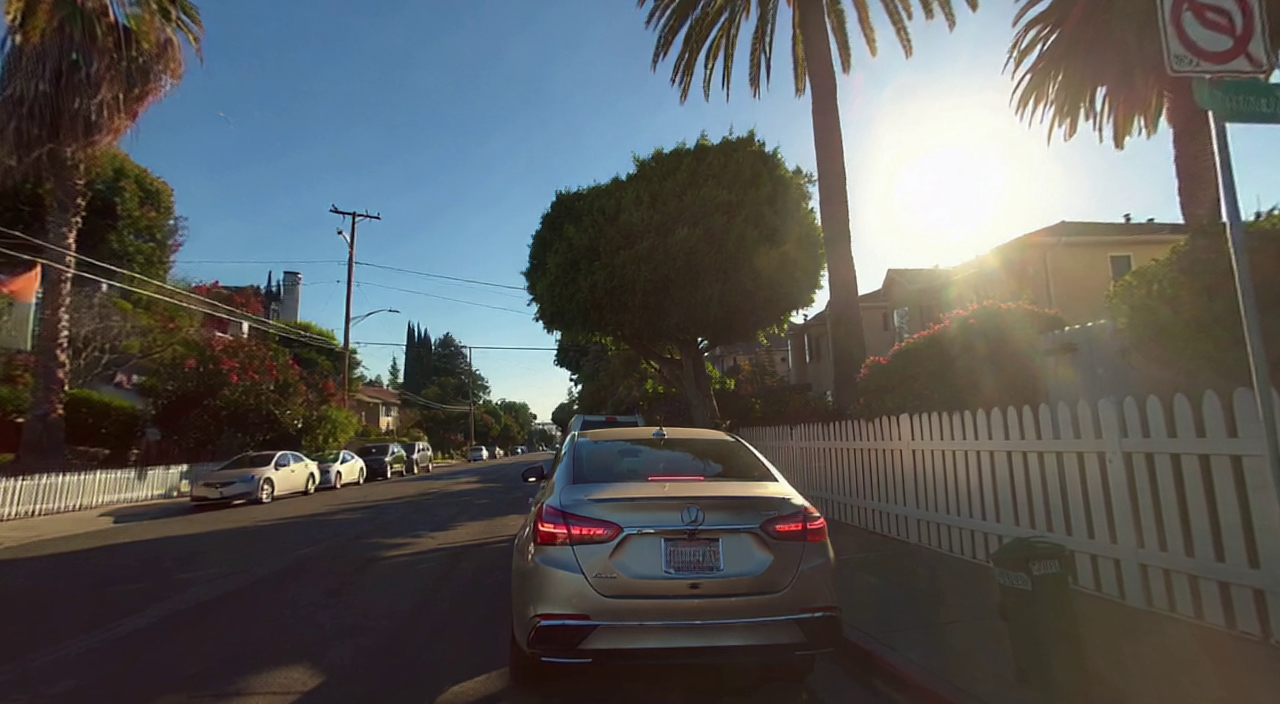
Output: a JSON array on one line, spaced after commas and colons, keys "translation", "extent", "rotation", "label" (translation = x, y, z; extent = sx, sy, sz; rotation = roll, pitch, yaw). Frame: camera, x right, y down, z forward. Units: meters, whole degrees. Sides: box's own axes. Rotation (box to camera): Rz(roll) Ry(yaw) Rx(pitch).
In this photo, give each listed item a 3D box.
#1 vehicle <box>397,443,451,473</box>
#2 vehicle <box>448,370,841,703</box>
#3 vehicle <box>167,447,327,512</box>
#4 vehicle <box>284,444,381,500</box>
[{"translation": [-13.176, 6.460, 38.687], "extent": [2.060, 1.689, 4.999], "rotation": [1, -8, -7], "label": "vehicle"}, {"translation": [-0.138, 1.216, 4.994], "extent": [1.894, 1.695, 3.795], "rotation": [1, -8, -6], "label": "vehicle"}, {"translation": [-11.402, 3.664, 18.793], "extent": [2.017, 1.627, 5.039], "rotation": [1, -8, -7], "label": "vehicle"}, {"translation": [-12.163, 4.713, 25.274], "extent": [2.048, 1.485, 4.757], "rotation": [-4, -4, -7], "label": "vehicle"}]
